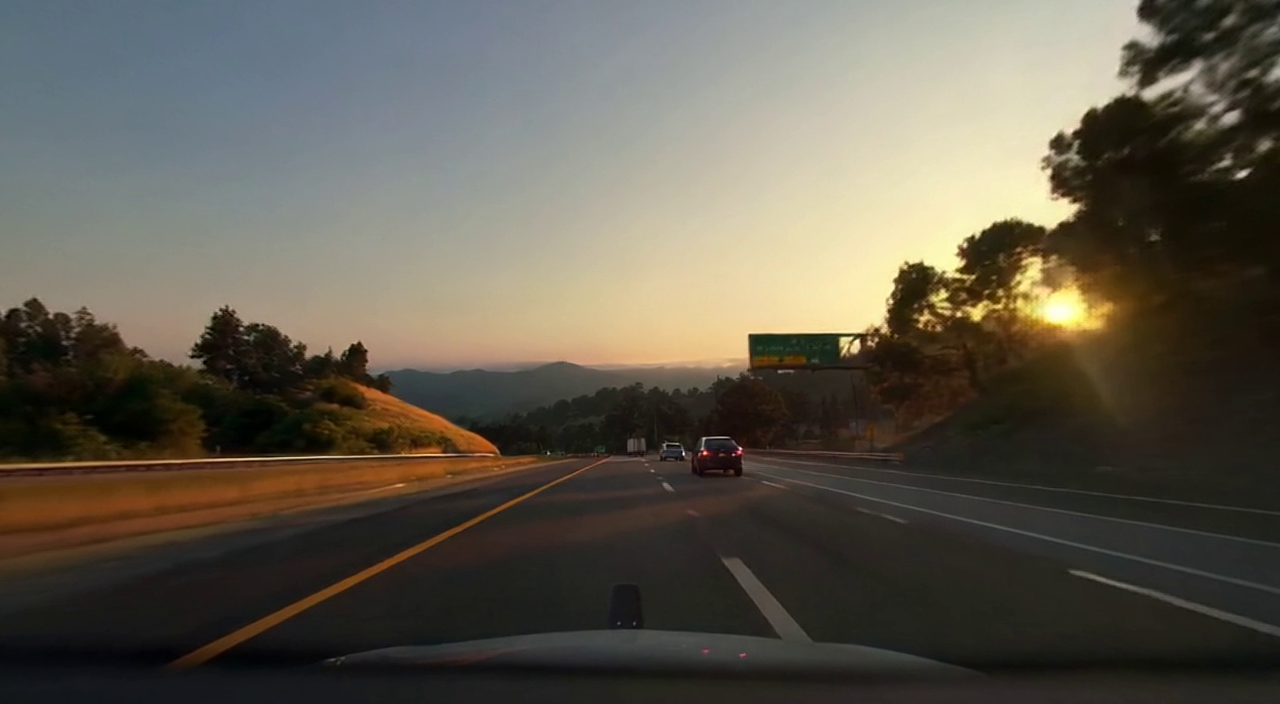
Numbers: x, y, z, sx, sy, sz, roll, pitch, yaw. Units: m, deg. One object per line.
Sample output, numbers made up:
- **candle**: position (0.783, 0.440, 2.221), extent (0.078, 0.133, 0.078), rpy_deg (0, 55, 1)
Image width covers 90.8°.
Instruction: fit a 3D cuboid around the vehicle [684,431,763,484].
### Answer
- **vehicle**: position (3.023, 3.956, 23.965), extent (2.141, 1.785, 4.778), rpy_deg (0, -8, -2)
